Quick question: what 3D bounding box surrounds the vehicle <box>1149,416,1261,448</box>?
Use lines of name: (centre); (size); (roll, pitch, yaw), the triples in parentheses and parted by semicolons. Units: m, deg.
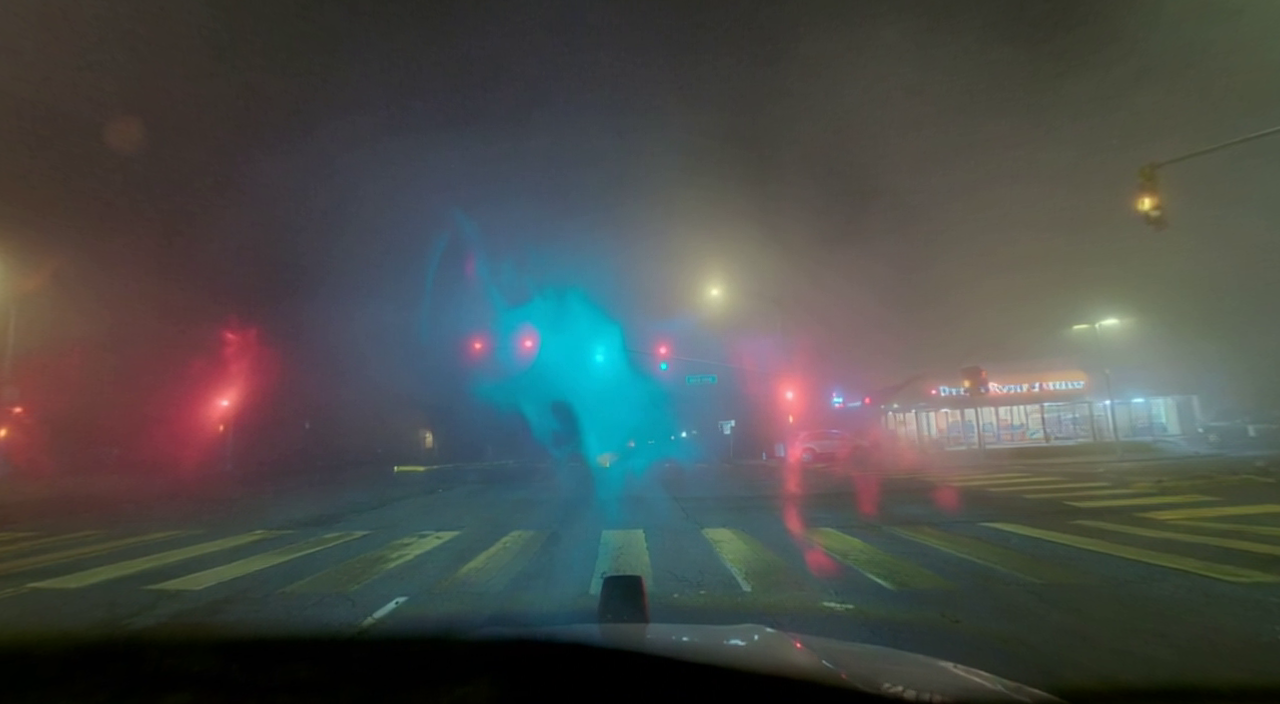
vehicle: (28.259, 4.075, 31.724); (1.799, 1.459, 4.266); (0, -8, 3)
